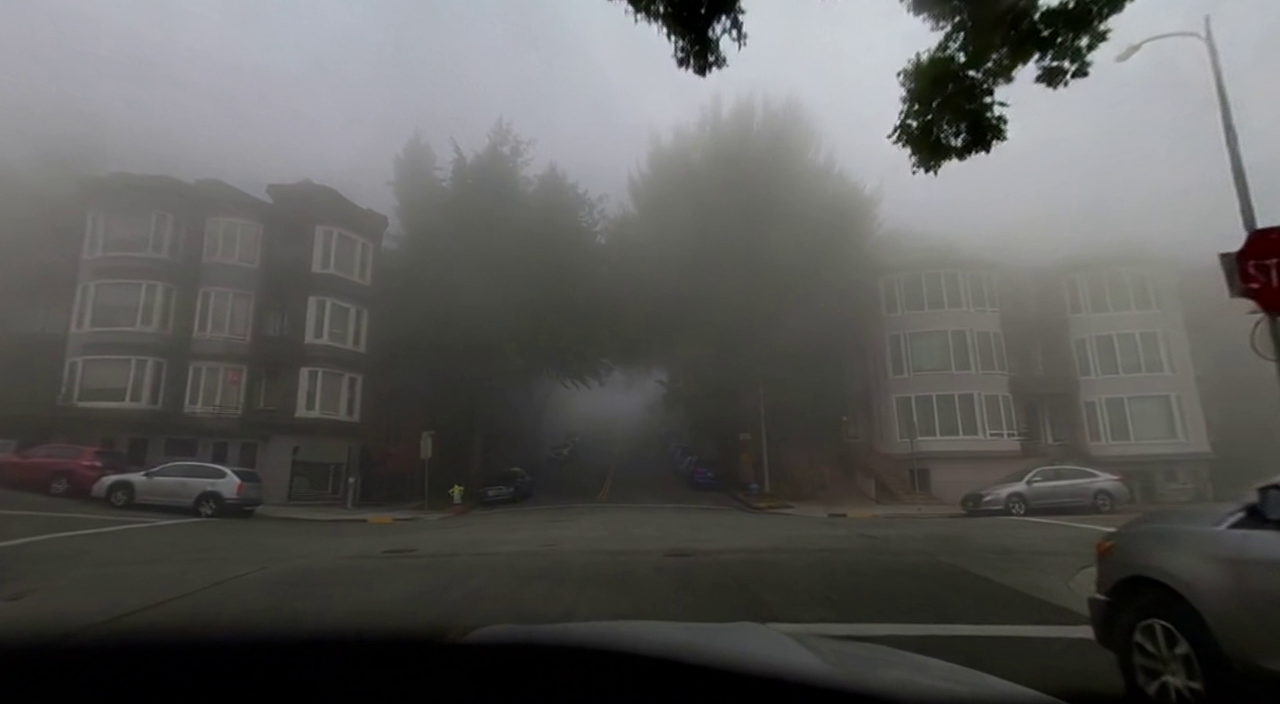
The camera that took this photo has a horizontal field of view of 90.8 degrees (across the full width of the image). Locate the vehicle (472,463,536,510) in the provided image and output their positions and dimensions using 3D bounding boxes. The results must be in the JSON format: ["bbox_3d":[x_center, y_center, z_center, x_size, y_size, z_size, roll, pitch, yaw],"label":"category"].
[{"bbox_3d":[-5.873,5.825,27.721,1.987,1.662,4.141,-2,-8,-1],"label":"vehicle"}]

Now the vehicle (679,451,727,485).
[{"bbox_3d":[3.413,6.423,35.355,2.051,1.526,4.673,0,-6,-2],"label":"vehicle"}]

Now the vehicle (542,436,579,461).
[{"bbox_3d":[-6.181,7.523,49.358,2.101,1.732,4.119,-3,-7,3],"label":"vehicle"}]

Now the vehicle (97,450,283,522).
[{"bbox_3d":[-13.998,4.197,19.862,4.243,1.676,1.844,6,-12,1],"label":"vehicle"}]

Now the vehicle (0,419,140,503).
[{"bbox_3d":[-19.132,3.369,19.956,4.665,1.866,2.002,10,-10,-1],"label":"vehicle"}]

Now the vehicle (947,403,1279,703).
[{"bbox_3d":[3.350,0.946,2.160,2.064,1.548,5.186,0,-8,1],"label":"vehicle"}]
